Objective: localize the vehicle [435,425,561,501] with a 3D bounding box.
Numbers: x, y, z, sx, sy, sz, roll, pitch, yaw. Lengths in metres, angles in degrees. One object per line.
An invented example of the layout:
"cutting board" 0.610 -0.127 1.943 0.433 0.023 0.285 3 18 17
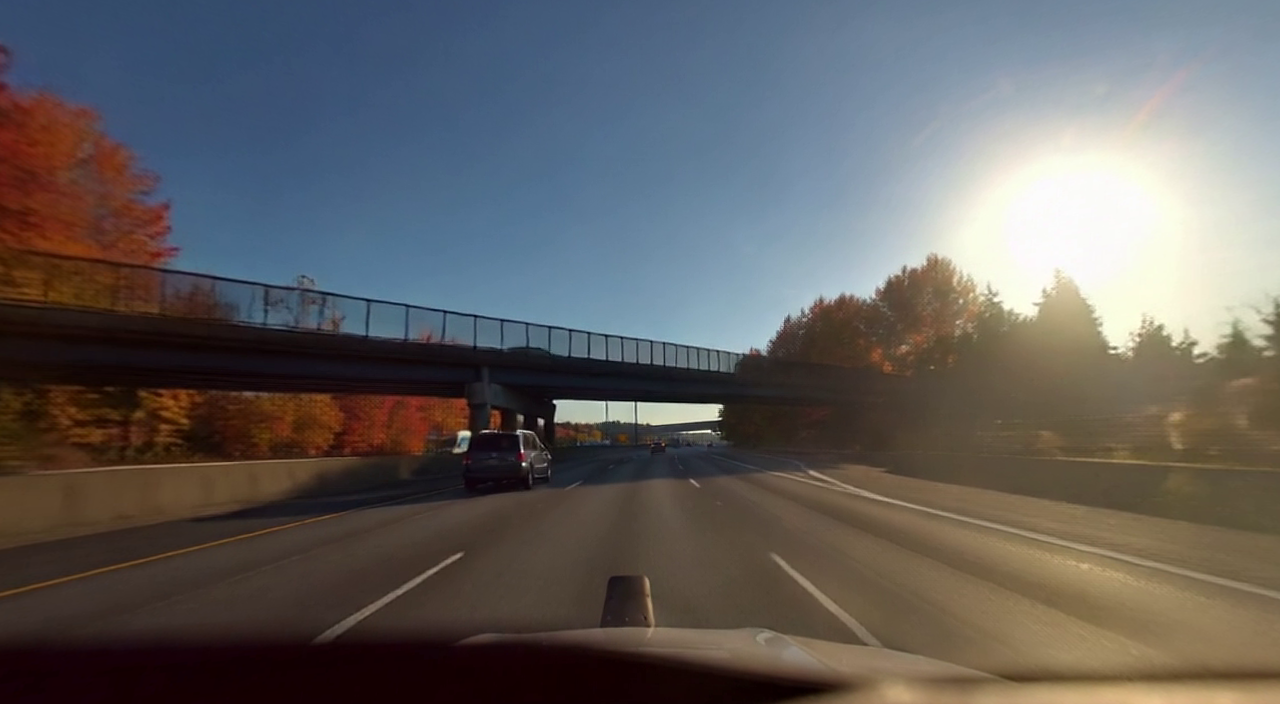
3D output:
"vehicle" -3.532 2.867 16.650 2.177 1.707 4.432 0 -8 2
